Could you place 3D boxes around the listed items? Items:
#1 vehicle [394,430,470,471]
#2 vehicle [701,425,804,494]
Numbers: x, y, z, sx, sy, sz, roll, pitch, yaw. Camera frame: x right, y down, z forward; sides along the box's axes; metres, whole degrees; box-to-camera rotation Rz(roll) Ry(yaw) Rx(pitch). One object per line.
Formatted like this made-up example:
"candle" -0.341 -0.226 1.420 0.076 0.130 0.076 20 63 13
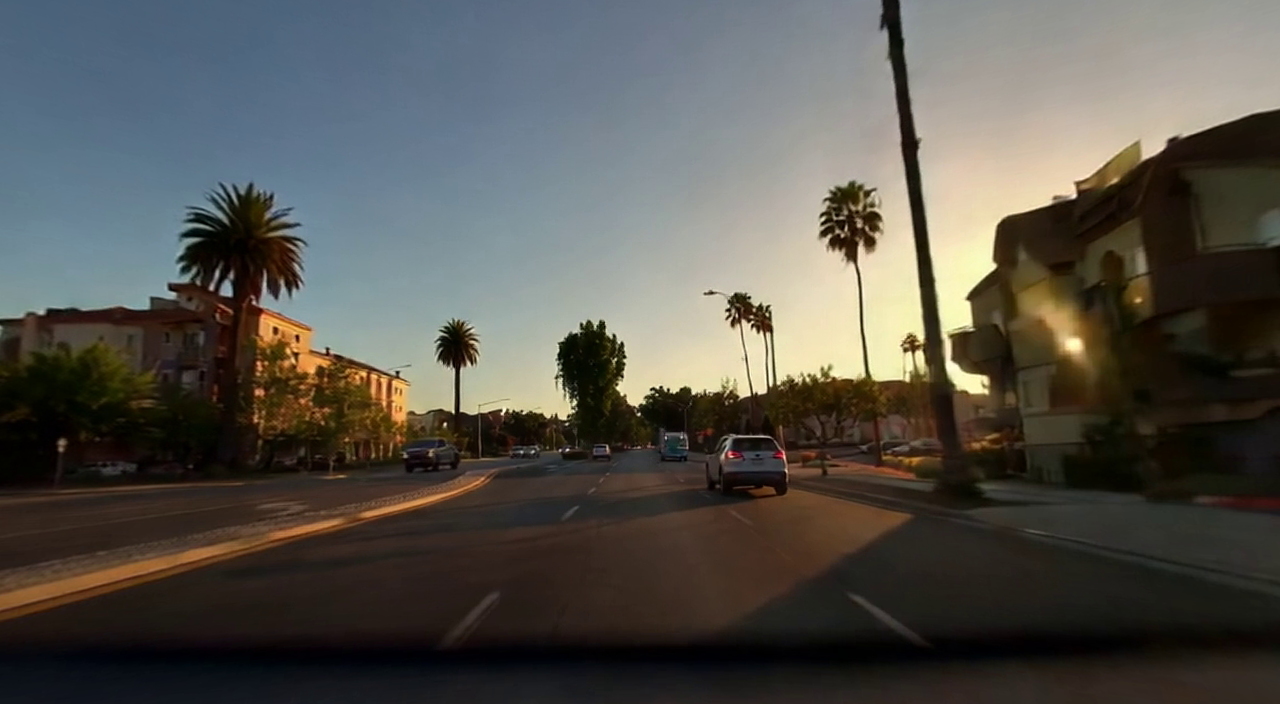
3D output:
"vehicle" -15.589 7.464 47.896 3.083 2.852 7.976 0 -8 0
"vehicle" 3.395 3.365 20.038 2.244 1.901 4.561 0 -8 -3
